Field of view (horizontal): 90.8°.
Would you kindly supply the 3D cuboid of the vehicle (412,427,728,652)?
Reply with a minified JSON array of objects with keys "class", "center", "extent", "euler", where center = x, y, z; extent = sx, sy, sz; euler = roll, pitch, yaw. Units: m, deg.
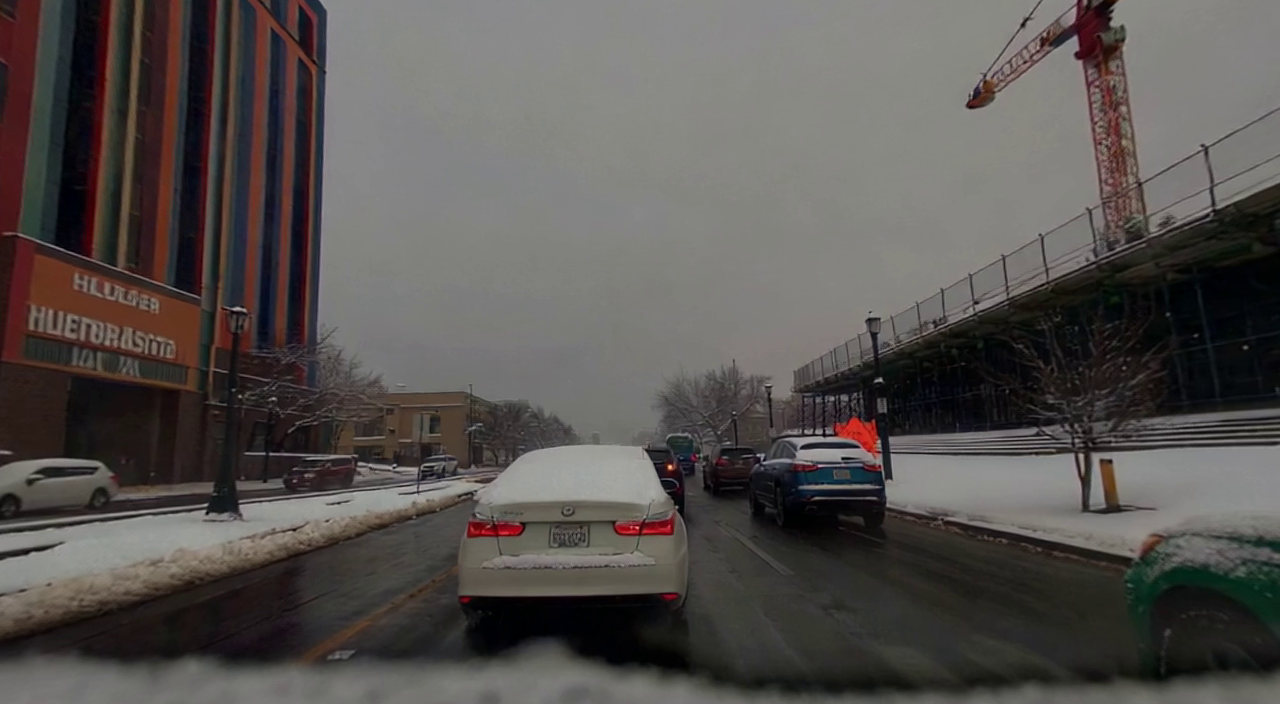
[{"class":"vehicle","center":[-0.412,1.578,6.426],"extent":[2.131,1.496,4.193],"euler":[0,-8,2]}]

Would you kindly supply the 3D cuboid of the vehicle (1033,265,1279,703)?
[{"class":"vehicle","center":[3.324,0.479,0.904],"extent":[2.182,1.954,5.341],"euler":[0,-8,2]}]

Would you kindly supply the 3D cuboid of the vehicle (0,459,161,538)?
[{"class":"vehicle","center":[-13.874,3.289,14.614],"extent":[1.964,1.519,4.315],"euler":[-1,-8,4]}]

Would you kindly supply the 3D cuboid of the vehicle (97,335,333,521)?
[{"class":"vehicle","center":[-9.093,1.704,14.027],"extent":[2.592,3.548,3.414],"euler":[-2,-9,4]}]

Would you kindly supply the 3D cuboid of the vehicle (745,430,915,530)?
[{"class":"vehicle","center":[3.870,2.699,13.995],"extent":[2.185,1.797,4.934],"euler":[0,-8,-1]}]
